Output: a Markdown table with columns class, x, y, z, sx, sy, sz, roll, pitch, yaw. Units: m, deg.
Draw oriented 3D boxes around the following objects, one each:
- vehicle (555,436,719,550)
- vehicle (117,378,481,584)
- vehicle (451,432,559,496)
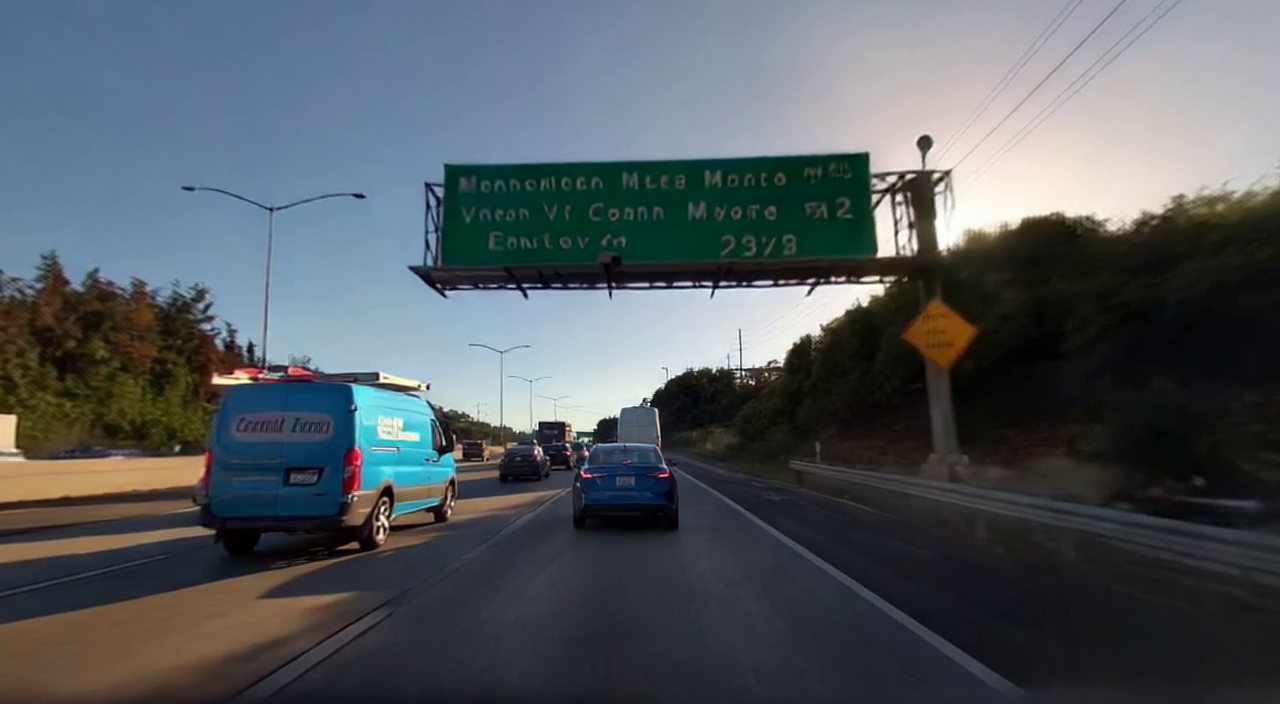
| class | x | y | z | sx | sy | sz | roll | pitch | yaw |
| --- | --- | --- | --- | --- | --- | --- | --- | --- | --- |
| vehicle | -0.065 | 2.082 | 10.006 | 2.054 | 1.421 | 4.090 | 0 | -8 | -1 |
| vehicle | -3.833 | 1.556 | 8.318 | 2.142 | 1.952 | 4.556 | 0 | -8 | 1 |
| vehicle | -3.831 | 3.268 | 18.755 | 2.114 | 1.657 | 4.432 | 0 | -8 | 2 |
